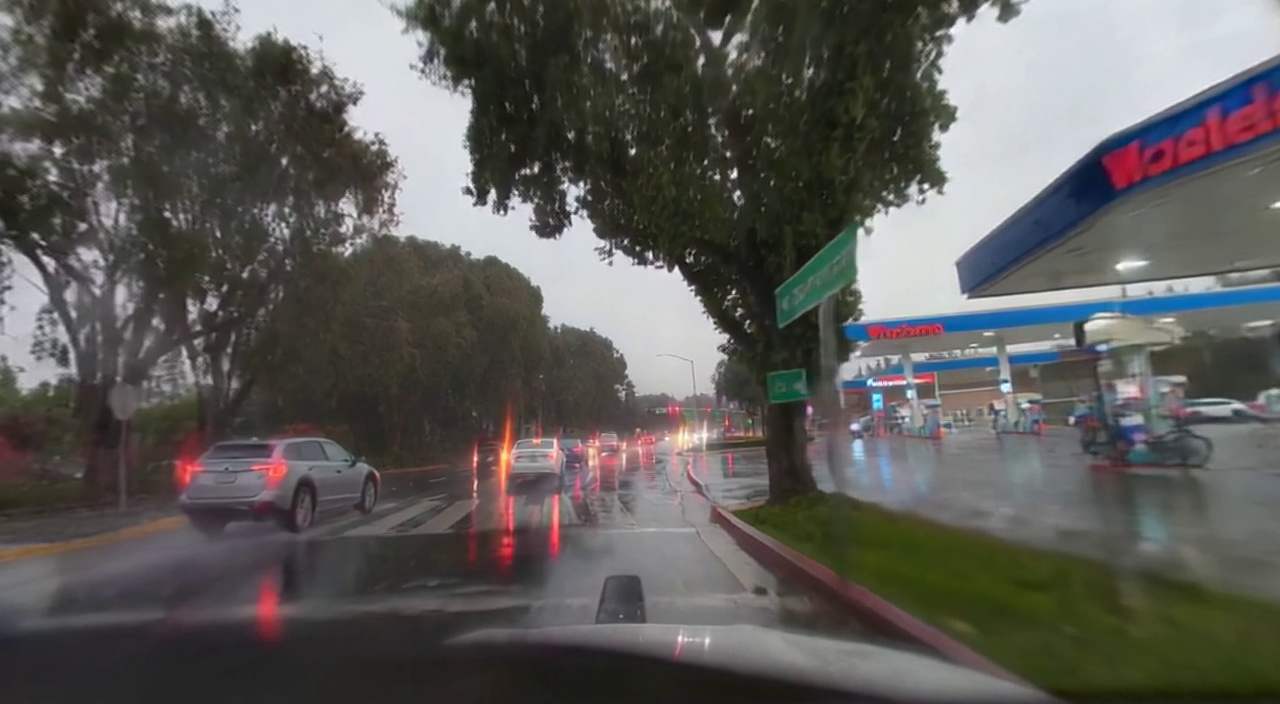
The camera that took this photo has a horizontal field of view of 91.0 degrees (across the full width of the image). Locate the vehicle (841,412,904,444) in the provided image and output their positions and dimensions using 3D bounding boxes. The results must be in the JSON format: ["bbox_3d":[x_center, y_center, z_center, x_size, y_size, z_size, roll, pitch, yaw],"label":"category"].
[{"bbox_3d":[17.075,5.702,46.610,2.322,2.152,5.668,-1,-8,-2],"label":"vehicle"}]

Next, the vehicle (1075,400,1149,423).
[{"bbox_3d":[35.962,4.617,48.132,1.816,1.452,4.698,-6,-7,-2],"label":"vehicle"}]

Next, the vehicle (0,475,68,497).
[{"bbox_3d":[-46.181,10.071,47.223,4.384,1.490,2.031,-1,-10,0],"label":"vehicle"}]

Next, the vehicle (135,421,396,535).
[{"bbox_3d":[-6.805,2.341,12.278,2.102,1.774,4.662,0,-9,1],"label":"vehicle"}]

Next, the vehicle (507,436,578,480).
[{"bbox_3d":[-3.743,4.180,24.931,2.060,1.580,3.980,0,-9,2],"label":"vehicle"}]

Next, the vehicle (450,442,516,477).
[{"bbox_3d":[-7.201,4.963,29.320,1.875,1.479,4.558,0,-9,0],"label":"vehicle"}]

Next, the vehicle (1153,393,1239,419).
[{"bbox_3d":[42.322,4.171,48.089,1.985,1.630,5.151,-2,-9,3],"label":"vehicle"}]
